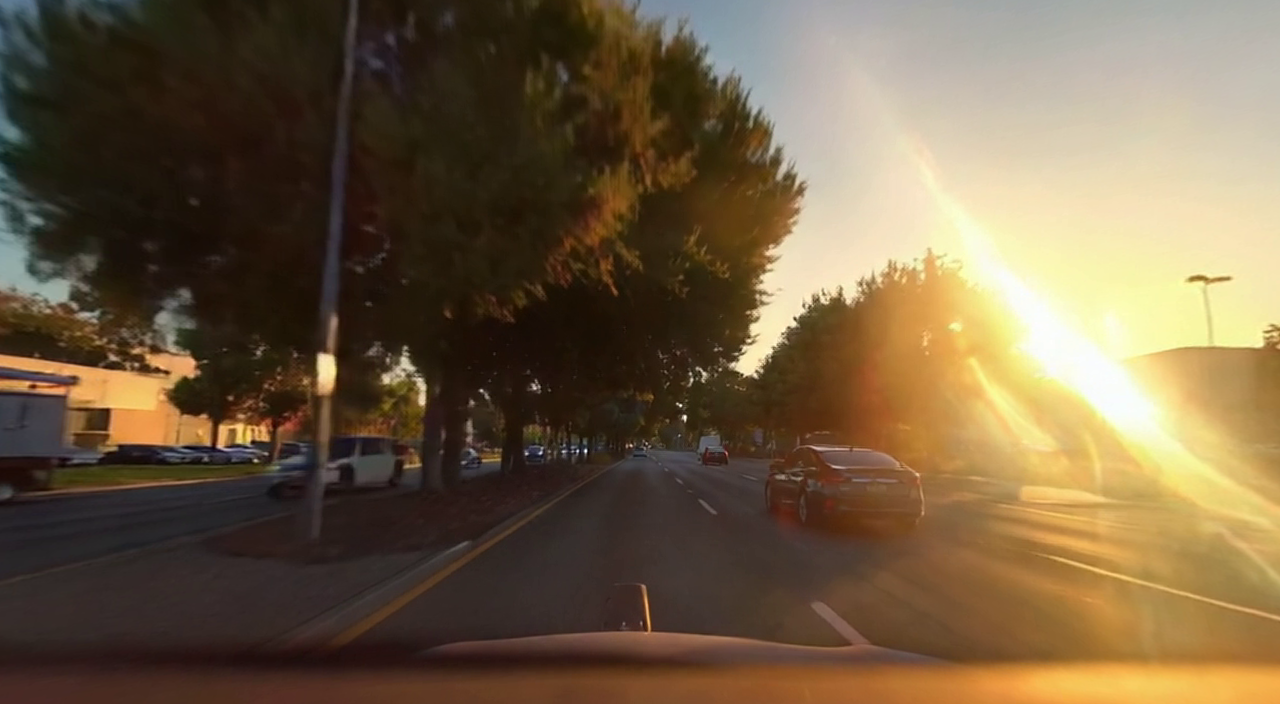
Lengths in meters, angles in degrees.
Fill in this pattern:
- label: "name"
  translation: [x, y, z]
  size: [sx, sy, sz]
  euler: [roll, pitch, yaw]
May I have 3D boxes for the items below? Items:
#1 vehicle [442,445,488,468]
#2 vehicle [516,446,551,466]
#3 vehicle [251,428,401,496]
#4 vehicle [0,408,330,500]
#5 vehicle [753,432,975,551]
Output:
- label: "vehicle"
  translation: [-12.174, 7.310, 44.039]
  size: [1.878, 1.470, 4.477]
  euler: [0, -8, 1]
- label: "vehicle"
  translation: [-8.340, 8.145, 49.392]
  size: [1.926, 1.509, 4.303]
  euler: [0, -9, 1]
- label: "vehicle"
  translation: [-9.075, 3.215, 18.749]
  size: [1.953, 1.753, 4.843]
  euler: [0, -9, 0]
- label: "vehicle"
  translation: [-18.485, 4.202, 26.490]
  size: [2.964, 2.641, 15.868]
  euler: [-2, -9, 0]
- label: "vehicle"
  translation: [3.262, 2.113, 10.272]
  size: [1.935, 1.501, 4.384]
  euler: [0, -9, -1]
